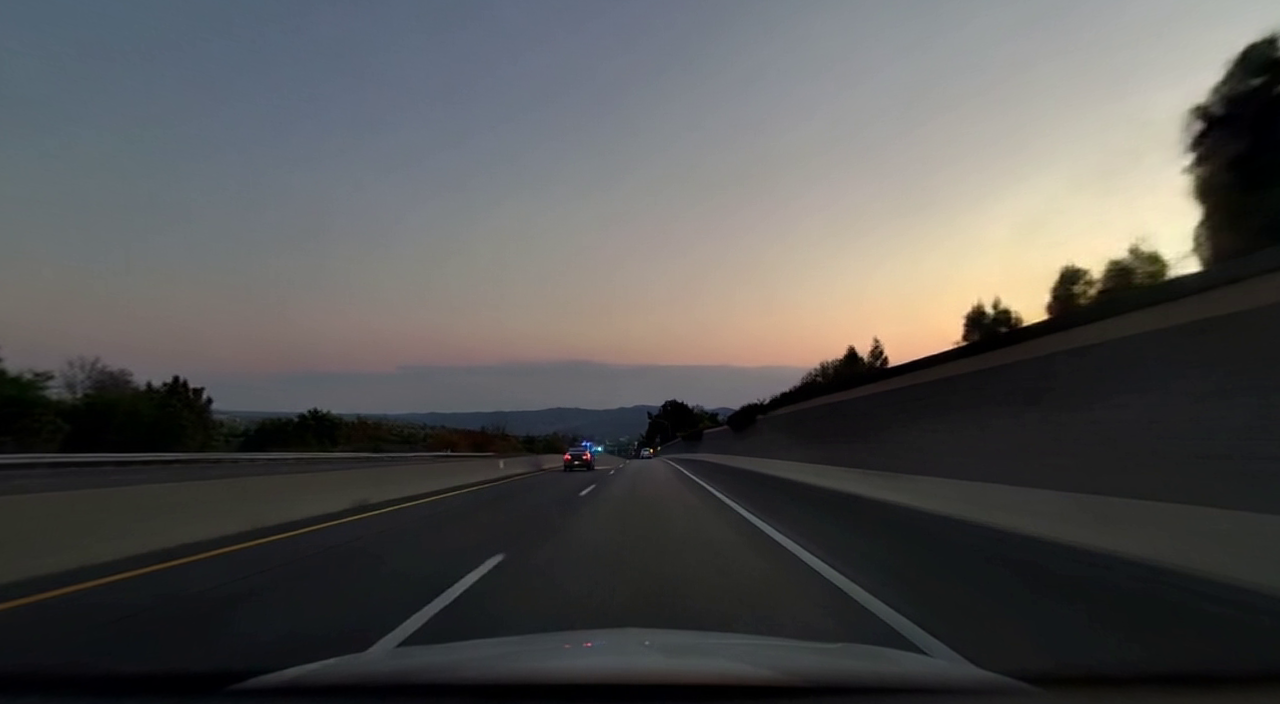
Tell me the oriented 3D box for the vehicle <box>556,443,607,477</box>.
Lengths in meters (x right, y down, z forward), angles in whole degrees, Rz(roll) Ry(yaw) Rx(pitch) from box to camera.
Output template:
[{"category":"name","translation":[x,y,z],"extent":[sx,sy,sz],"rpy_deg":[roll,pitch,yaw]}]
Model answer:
[{"category":"vehicle","translation":[-2.785,5.267,30.887],"extent":[2.050,1.530,4.144],"rpy_deg":[0,-8,0]}]
